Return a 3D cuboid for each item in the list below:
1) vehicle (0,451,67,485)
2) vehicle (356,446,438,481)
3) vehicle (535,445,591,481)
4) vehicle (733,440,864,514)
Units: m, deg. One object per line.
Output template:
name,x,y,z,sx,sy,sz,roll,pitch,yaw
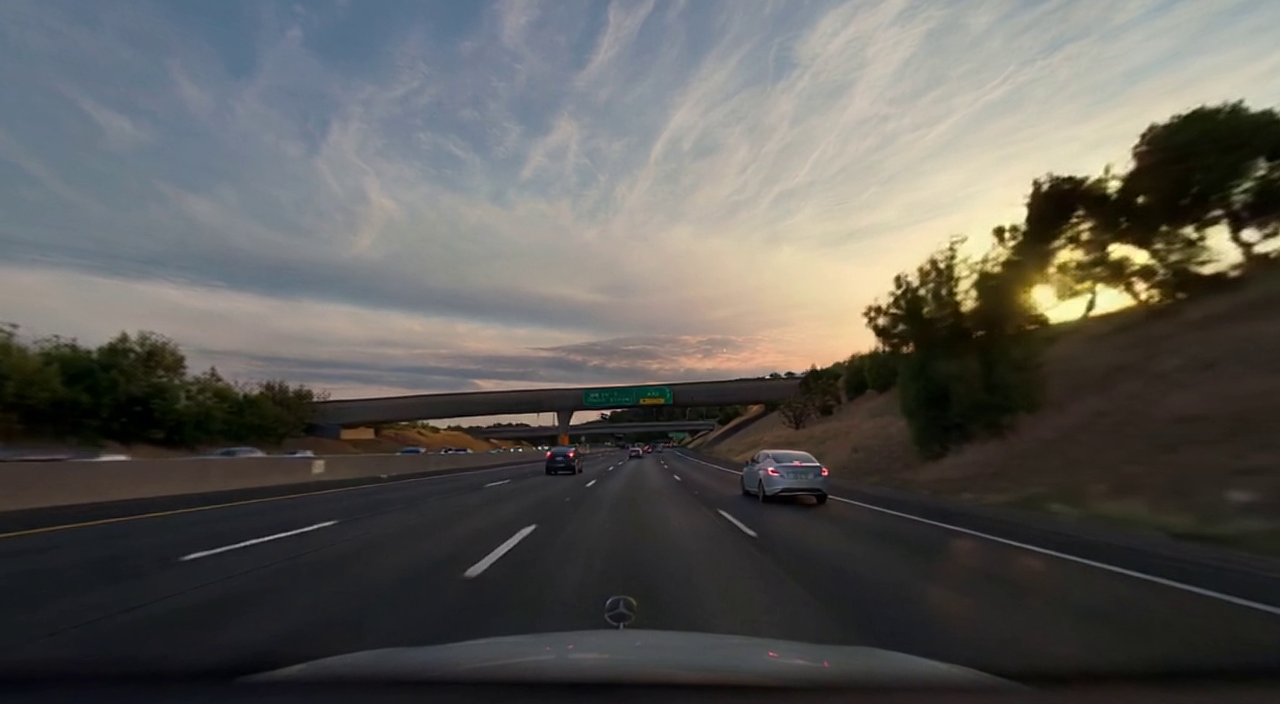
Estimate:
vehicle,-31.467,5.703,31.198,1.859,1.580,4.528,0,-9,0
vehicle,-11.345,5.224,29.757,1.919,1.497,4.765,0,-9,1
vehicle,-3.530,5.202,29.853,2.072,1.545,4.687,0,-9,0
vehicle,3.675,2.994,15.542,2.079,1.535,4.316,0,-9,0
